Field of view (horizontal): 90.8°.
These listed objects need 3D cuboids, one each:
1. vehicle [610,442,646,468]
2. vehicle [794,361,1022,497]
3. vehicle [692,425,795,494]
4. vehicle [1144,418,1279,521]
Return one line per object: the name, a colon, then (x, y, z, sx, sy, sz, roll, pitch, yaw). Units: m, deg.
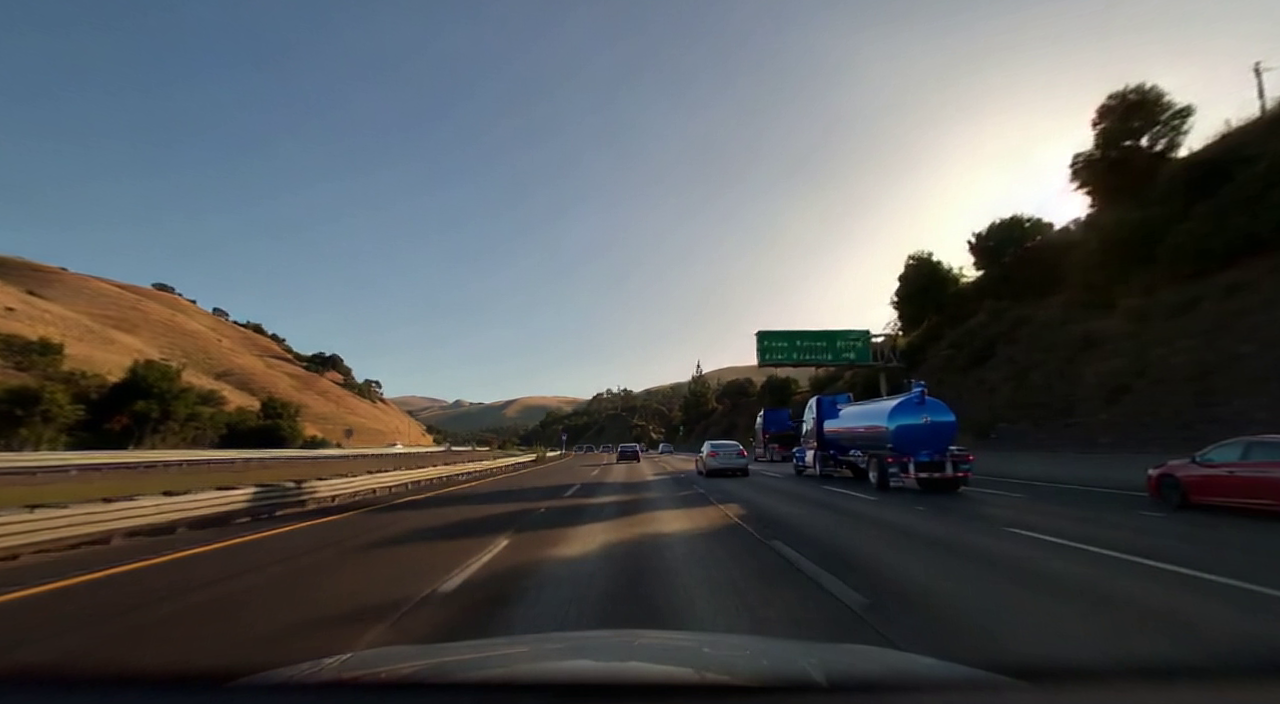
vehicle: (-0.740, 6.159, 37.864, 2.083, 1.477, 3.965, 0, -9, -2)
vehicle: (7.514, 2.544, 19.928, 2.805, 3.212, 9.978, 0, -9, 0)
vehicle: (2.891, 3.139, 18.767, 2.098, 1.794, 4.561, 0, -9, -2)
vehicle: (11.181, 1.907, 10.276, 2.008, 1.624, 4.667, 0, -9, -1)
